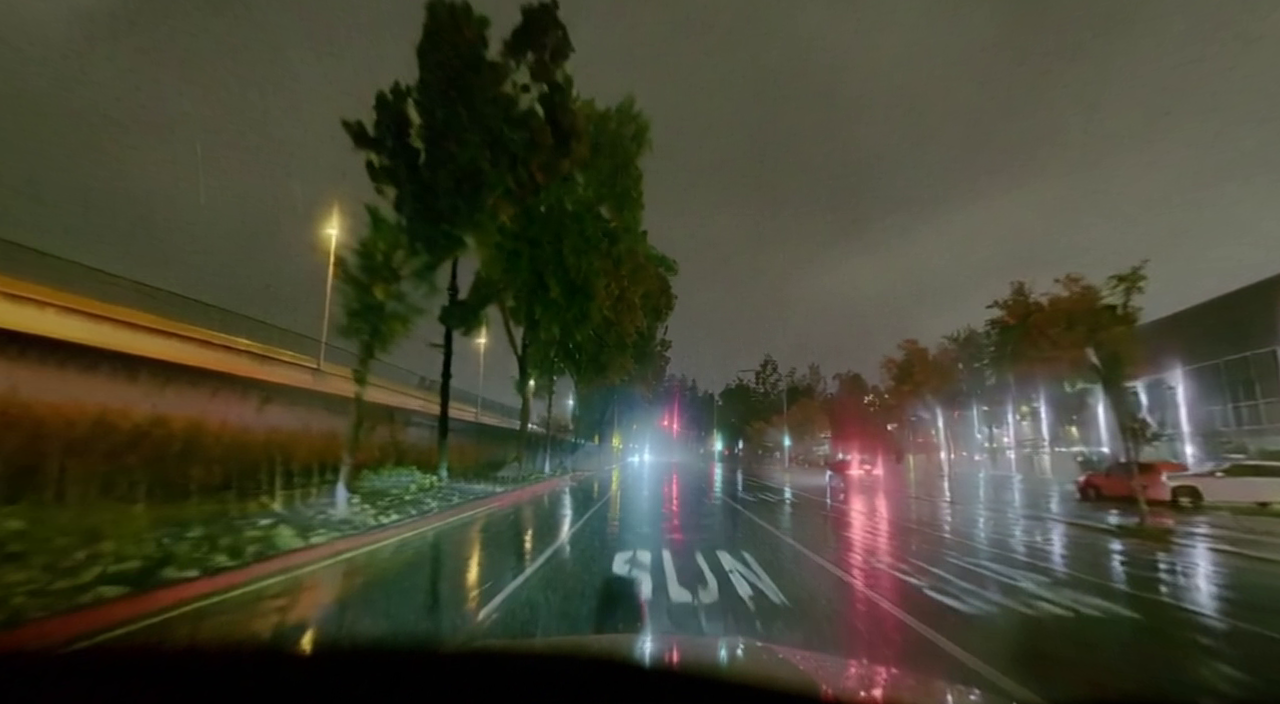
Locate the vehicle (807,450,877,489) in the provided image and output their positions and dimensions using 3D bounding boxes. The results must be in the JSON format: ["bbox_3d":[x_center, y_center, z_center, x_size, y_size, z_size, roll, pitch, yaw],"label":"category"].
[{"bbox_3d":[10.572,6.166,33.373,2.187,1.871,4.576,1,-9,0],"label":"vehicle"}]

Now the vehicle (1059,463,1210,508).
[{"bbox_3d":[18.612,5.028,23.838,4.089,1.519,1.920,1,-9,-1],"label":"vehicle"}]

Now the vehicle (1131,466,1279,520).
[{"bbox_3d":[19.692,4.660,21.001,4.635,1.552,2.334,0,-9,2],"label":"vehicle"}]
